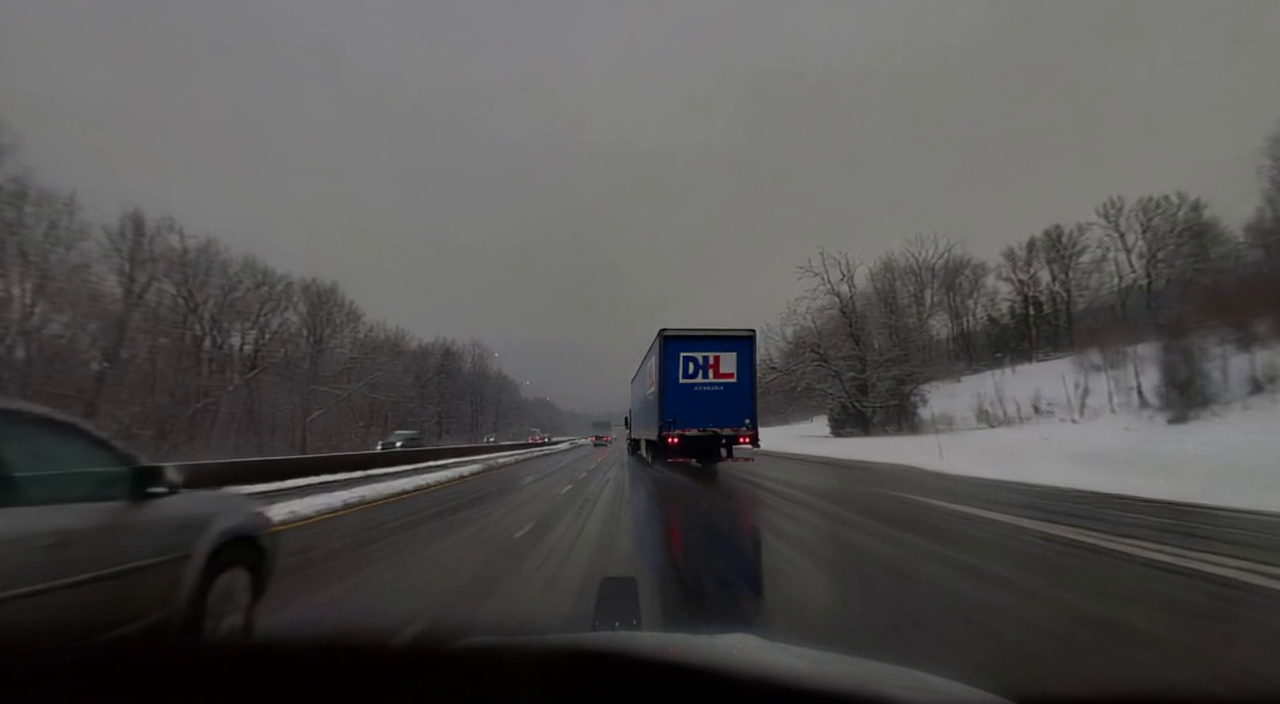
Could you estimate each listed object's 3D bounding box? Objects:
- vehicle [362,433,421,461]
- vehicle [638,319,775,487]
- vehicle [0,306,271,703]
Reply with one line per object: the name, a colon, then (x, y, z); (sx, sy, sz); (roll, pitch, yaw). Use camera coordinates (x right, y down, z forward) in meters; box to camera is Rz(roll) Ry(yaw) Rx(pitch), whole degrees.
vehicle: (-16.922, 6.474, 43.070); (2.062, 1.777, 4.967); (0, -8, -1)
vehicle: (1.646, 1.843, 20.255); (3.011, 4.211, 8.926); (0, -8, -3)
vehicle: (-3.599, 0.607, 1.444); (2.394, 1.787, 5.186); (0, -8, -1)
